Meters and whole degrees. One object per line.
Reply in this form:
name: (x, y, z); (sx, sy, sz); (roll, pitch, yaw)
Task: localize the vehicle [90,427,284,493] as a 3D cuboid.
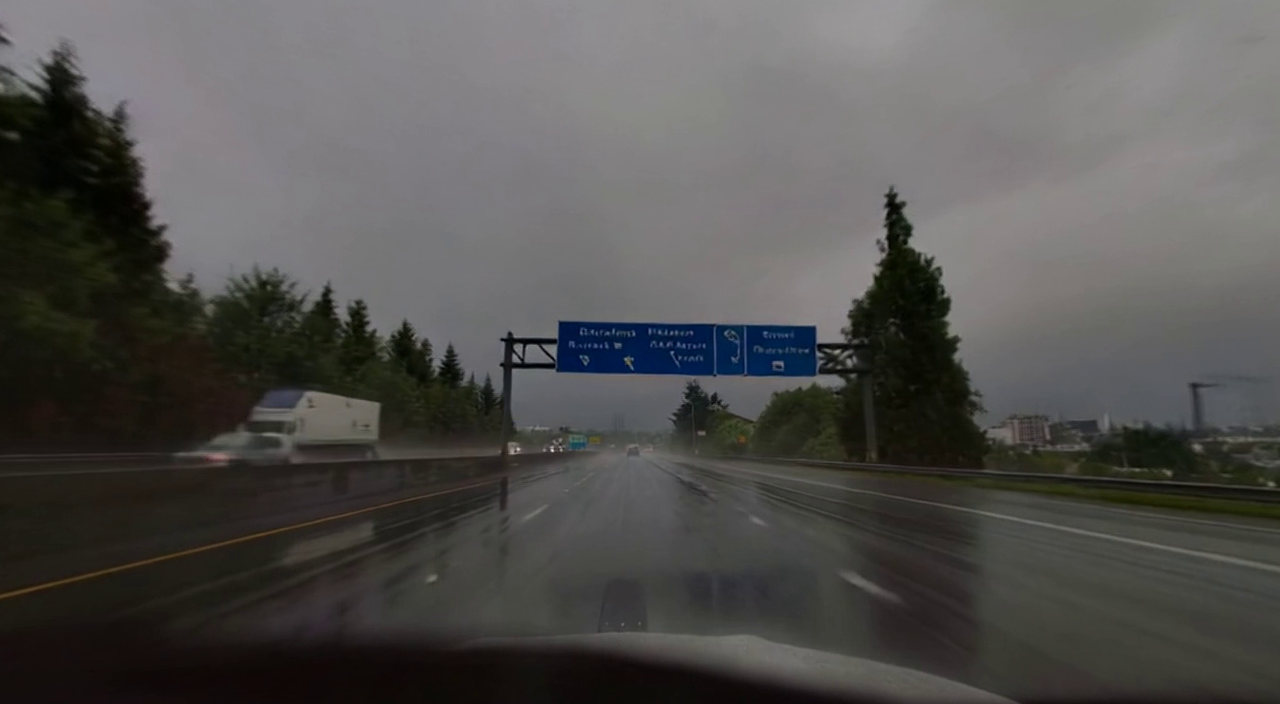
vehicle: (-11.623, 2.812, 16.629); (1.933, 1.477, 4.317); (0, -9, -1)

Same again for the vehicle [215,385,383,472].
vehicle: (-16.083, 3.920, 30.917); (2.937, 3.597, 9.388); (0, -9, 0)
